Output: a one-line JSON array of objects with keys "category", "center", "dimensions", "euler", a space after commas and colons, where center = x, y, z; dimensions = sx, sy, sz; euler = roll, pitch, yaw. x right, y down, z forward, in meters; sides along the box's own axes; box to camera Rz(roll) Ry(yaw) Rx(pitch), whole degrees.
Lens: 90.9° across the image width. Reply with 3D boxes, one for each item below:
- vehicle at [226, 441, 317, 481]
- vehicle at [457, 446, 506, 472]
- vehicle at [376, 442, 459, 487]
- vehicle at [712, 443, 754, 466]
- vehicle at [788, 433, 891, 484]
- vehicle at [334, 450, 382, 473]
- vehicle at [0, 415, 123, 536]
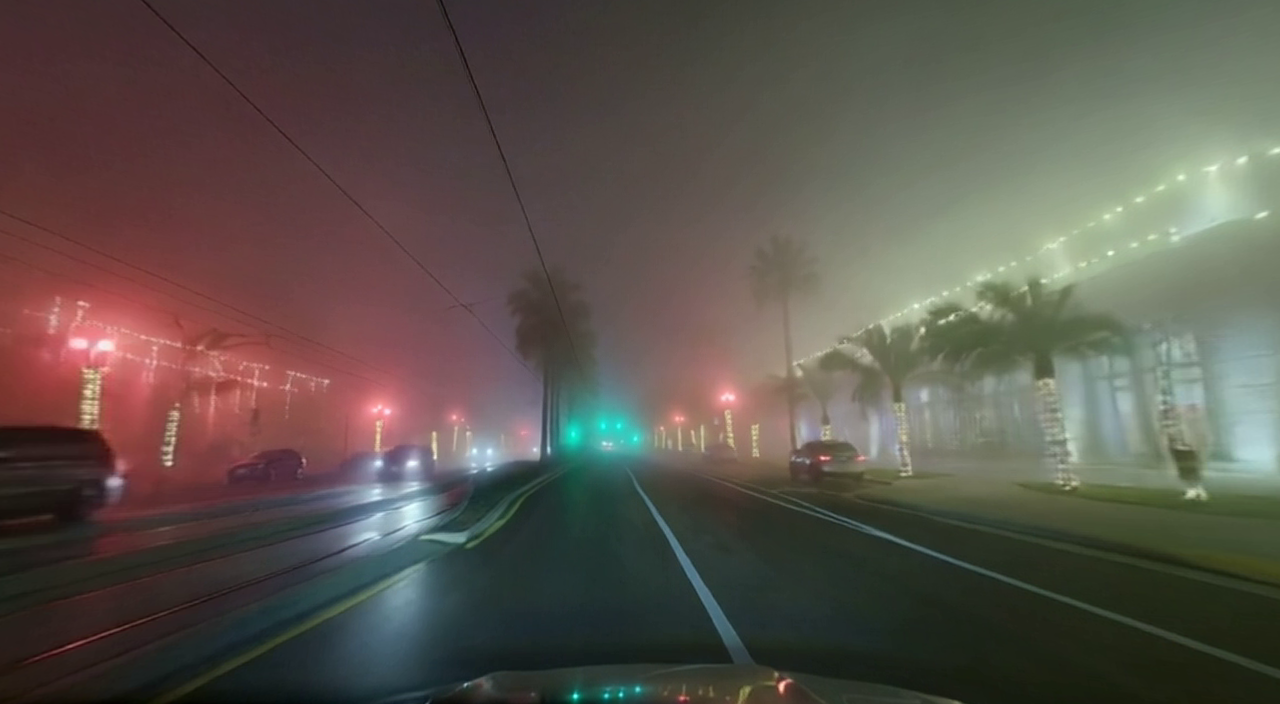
[{"category": "vehicle", "center": [-18.235, 5.396, 31.450], "dimensions": [1.974, 1.808, 4.373], "euler": [0, -8, -2]}, {"category": "vehicle", "center": [-9.873, 6.681, 39.566], "dimensions": [2.046, 1.475, 4.426], "euler": [0, -8, -2]}, {"category": "vehicle", "center": [-8.688, 4.398, 24.983], "dimensions": [2.013, 1.590, 4.241], "euler": [0, -8, -4]}, {"category": "vehicle", "center": [6.442, 7.183, 44.206], "dimensions": [1.816, 1.488, 4.102], "euler": [1, -9, -7]}, {"category": "vehicle", "center": [7.322, 3.953, 23.737], "dimensions": [1.995, 1.677, 4.863], "euler": [0, -8, -4]}, {"category": "vehicle", "center": [-18.706, 7.234, 41.869], "dimensions": [1.819, 1.450, 3.003], "euler": [0, -8, -1]}, {"category": "vehicle", "center": [-11.173, 1.948, 9.921], "dimensions": [2.127, 1.892, 4.655], "euler": [0, -8, -1]}]
